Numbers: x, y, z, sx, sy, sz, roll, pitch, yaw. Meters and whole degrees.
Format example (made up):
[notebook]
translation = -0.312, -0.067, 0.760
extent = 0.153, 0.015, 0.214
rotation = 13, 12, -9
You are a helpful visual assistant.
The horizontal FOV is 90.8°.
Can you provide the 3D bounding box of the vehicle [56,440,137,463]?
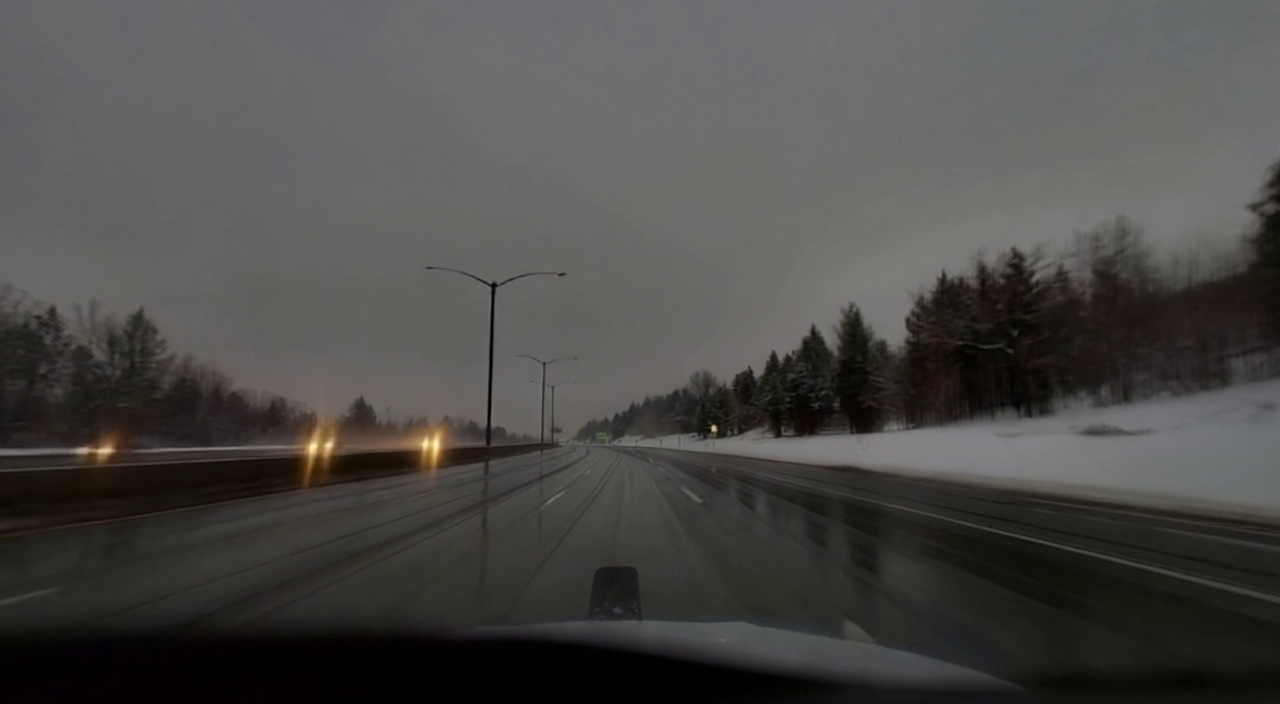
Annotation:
[vehicle]
translation = -38.464, 7.025, 44.879
extent = 1.805, 1.506, 4.667
rotation = 0, -8, -3
